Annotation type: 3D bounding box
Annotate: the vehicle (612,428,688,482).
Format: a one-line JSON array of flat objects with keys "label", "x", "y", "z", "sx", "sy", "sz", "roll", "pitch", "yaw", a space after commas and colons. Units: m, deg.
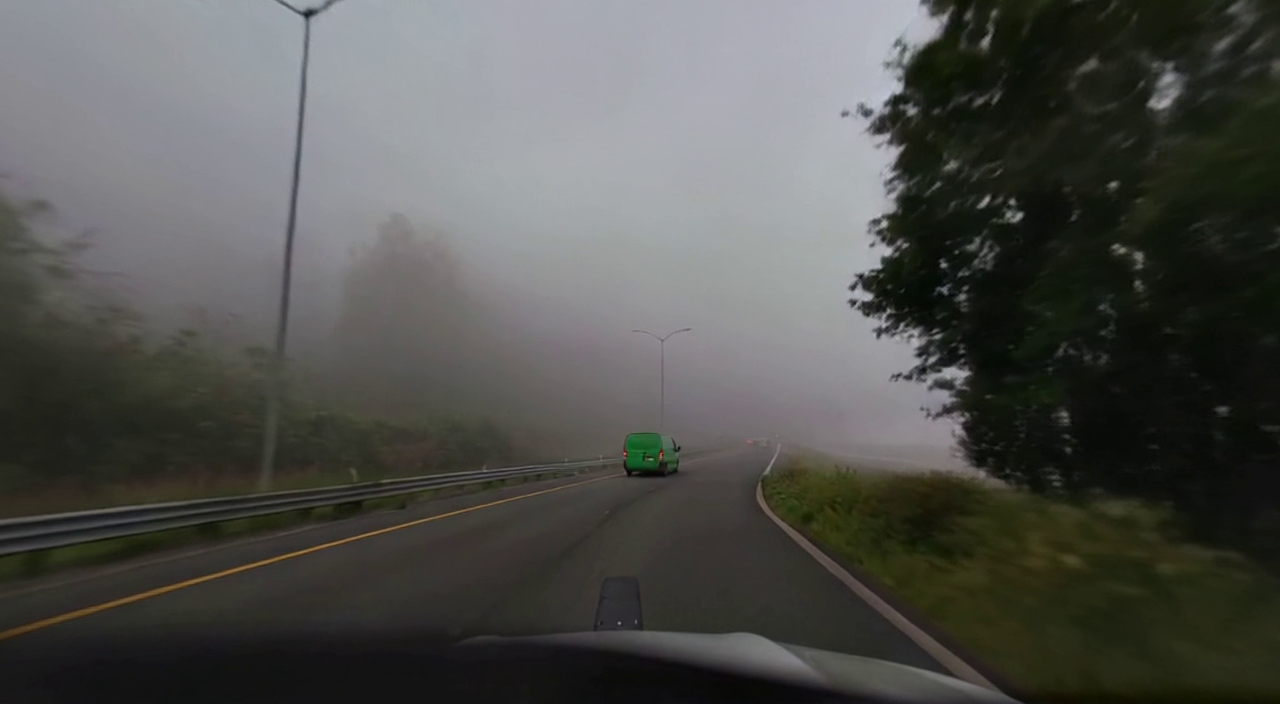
[{"label": "vehicle", "x": 0.540, "y": 4.259, "z": 26.250, "sx": 2.270, "sy": 2.023, "sz": 4.632, "roll": -2, "pitch": -9, "yaw": 12}]
